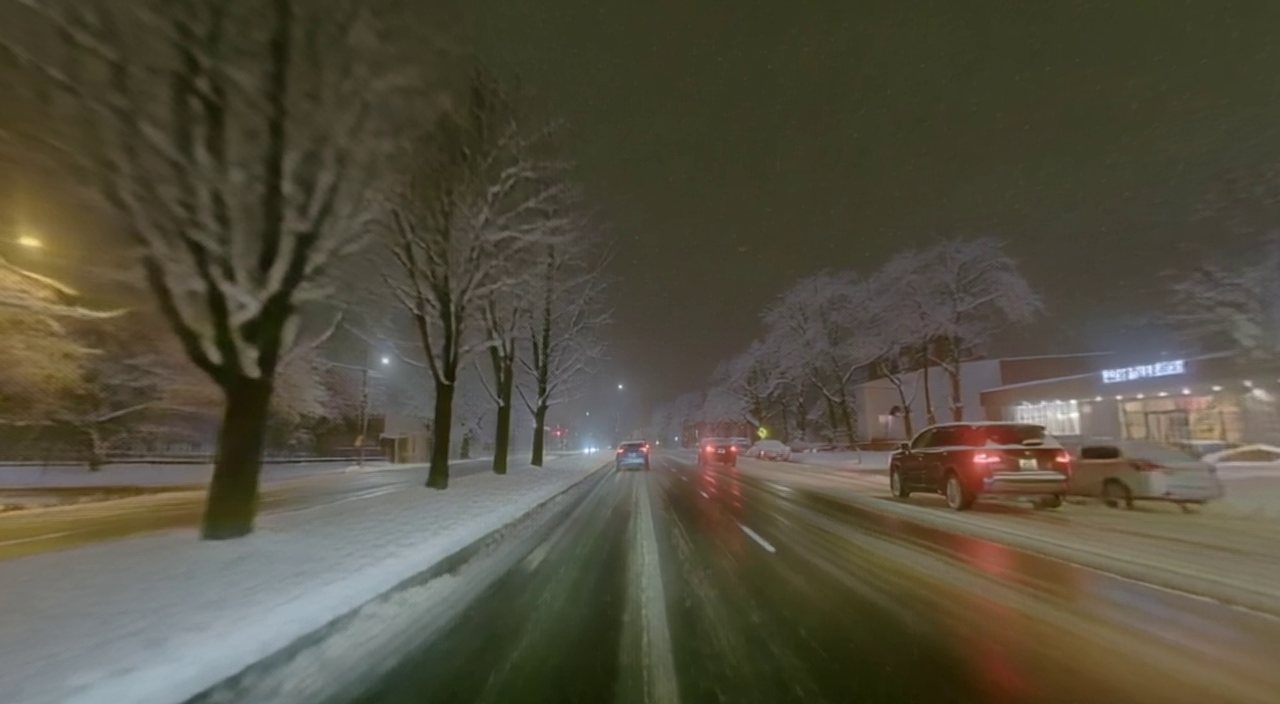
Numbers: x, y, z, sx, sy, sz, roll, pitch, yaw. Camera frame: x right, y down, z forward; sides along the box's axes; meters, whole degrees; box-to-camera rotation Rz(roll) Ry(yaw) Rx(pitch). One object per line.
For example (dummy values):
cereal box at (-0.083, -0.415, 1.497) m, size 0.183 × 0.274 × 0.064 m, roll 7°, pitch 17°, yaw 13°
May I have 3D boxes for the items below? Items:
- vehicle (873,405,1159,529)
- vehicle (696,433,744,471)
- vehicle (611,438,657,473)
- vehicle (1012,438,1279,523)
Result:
vehicle at (6.935, 2.219, 12.767) m, size 2.240 × 1.923 × 5.678 m, roll 0°, pitch -8°, yaw 0°
vehicle at (4.131, 5.252, 33.256) m, size 1.955 × 1.845 × 4.538 m, roll 0°, pitch -8°, yaw 1°
vehicle at (-0.266, 4.958, 30.395) m, size 2.037 × 1.568 × 3.693 m, roll 0°, pitch -8°, yaw 0°
vehicle at (10.427, 2.609, 13.511) m, size 1.898 × 1.475 × 4.860 m, roll 0°, pitch -8°, yaw -1°
